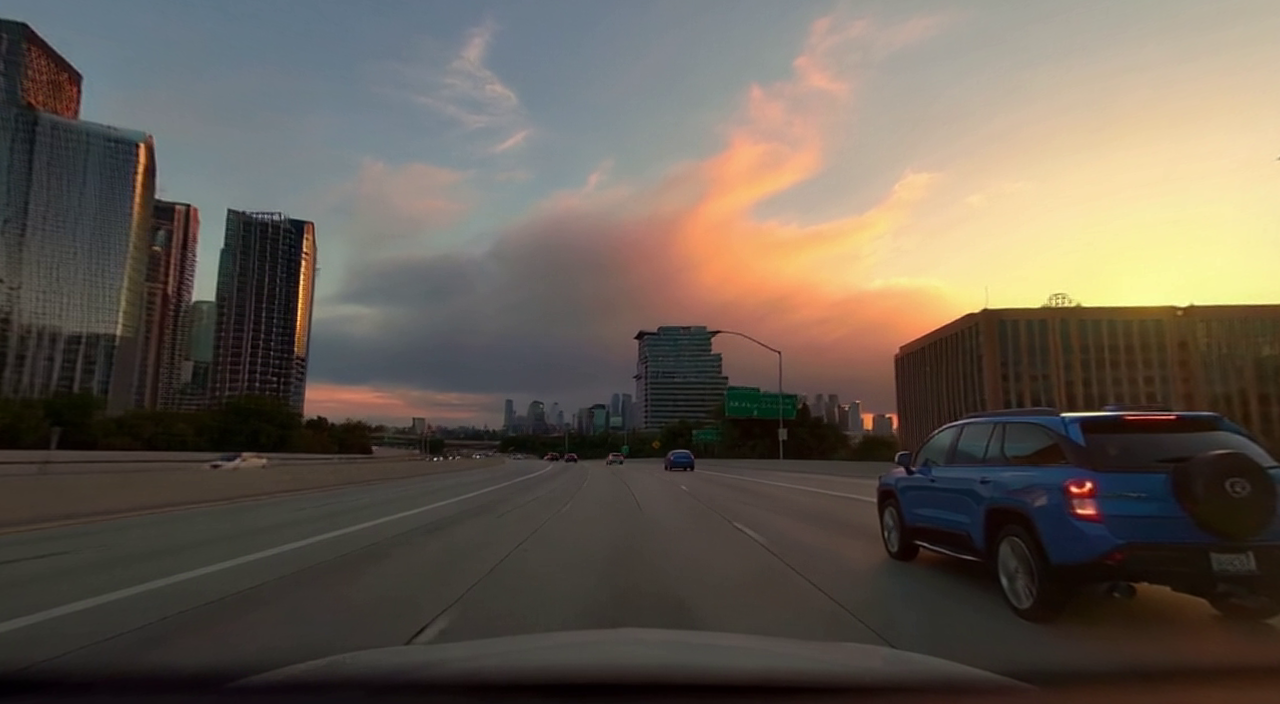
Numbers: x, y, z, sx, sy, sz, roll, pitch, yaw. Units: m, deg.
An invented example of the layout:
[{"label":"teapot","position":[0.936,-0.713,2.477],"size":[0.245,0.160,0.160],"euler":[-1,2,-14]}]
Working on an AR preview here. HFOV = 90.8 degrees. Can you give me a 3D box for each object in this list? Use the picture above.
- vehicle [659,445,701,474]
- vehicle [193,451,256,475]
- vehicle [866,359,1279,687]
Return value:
[{"label":"vehicle","position":[2.543,7.006,41.427],"size":[2.110,1.780,4.682],"euler":[1,-8,-5]},{"label":"vehicle","position":[-31.282,8.334,47.706],"size":[1.964,1.718,4.549],"euler":[0,-8,-5]},{"label":"vehicle","position":[4.028,1.266,5.812],"size":[2.182,1.826,4.392],"euler":[0,-8,-1]}]
